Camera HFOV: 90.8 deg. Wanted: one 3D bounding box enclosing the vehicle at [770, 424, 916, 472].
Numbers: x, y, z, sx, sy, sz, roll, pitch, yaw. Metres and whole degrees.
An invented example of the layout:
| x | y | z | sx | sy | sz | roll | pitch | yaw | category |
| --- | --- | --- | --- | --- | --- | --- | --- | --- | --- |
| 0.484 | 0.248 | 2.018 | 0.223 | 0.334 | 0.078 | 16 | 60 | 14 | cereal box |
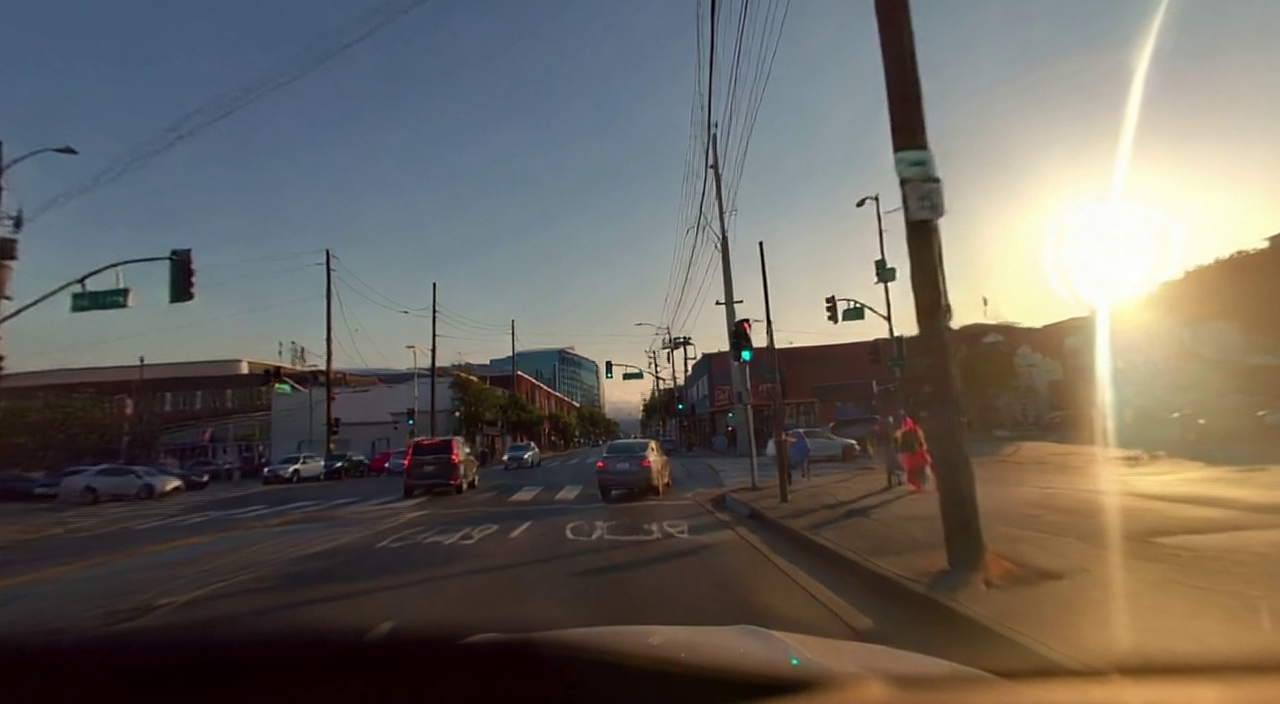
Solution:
| x | y | z | sx | sy | sz | roll | pitch | yaw | category |
| --- | --- | --- | --- | --- | --- | --- | --- | --- | --- |
| 7.483 | 3.559 | 23.563 | 4.714 | 1.686 | 1.973 | 1 | -8 | -8 | vehicle |

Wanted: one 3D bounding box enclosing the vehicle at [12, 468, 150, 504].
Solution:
| x | y | z | sx | sy | sz | roll | pitch | yaw | category |
| --- | --- | --- | --- | --- | --- | --- | --- | --- | --- |
| -26.045 | 6.257 | 29.580 | 4.479 | 1.484 | 2.036 | 0 | -8 | 0 | vehicle |

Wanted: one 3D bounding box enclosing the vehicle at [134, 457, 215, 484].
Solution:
| x | y | z | sx | sy | sz | roll | pitch | yaw | category |
| --- | --- | --- | --- | --- | --- | --- | --- | --- | --- |
| -34.776 | 8.841 | 47.308 | 4.492 | 1.880 | 1.879 | 0 | -8 | -1 | vehicle |

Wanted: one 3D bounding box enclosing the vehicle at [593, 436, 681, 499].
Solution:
| x | y | z | sx | sy | sz | roll | pitch | yaw | category |
| --- | --- | --- | --- | --- | --- | --- | --- | --- | --- |
| 0.064 | 3.121 | 17.497 | 2.059 | 1.497 | 4.260 | -1 | -8 | 5 | vehicle |

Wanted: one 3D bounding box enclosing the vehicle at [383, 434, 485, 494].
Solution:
| x | y | z | sx | sy | sz | roll | pitch | yaw | category |
| --- | --- | --- | --- | --- | --- | --- | --- | --- | --- |
| -6.638 | 3.627 | 20.892 | 2.063 | 1.751 | 4.229 | 0 | -8 | -2 | vehicle |

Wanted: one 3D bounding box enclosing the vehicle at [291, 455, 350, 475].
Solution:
| x | y | z | sx | sy | sz | roll | pitch | yaw | category |
| --- | --- | --- | --- | --- | --- | --- | --- | --- | --- |
| -23.054 | 8.167 | 45.691 | 3.360 | 1.392 | 1.674 | -1 | -9 | 0 | vehicle |

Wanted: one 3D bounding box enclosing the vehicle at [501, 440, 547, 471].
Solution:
| x | y | z | sx | sy | sz | roll | pitch | yaw | category |
| --- | --- | --- | --- | --- | --- | --- | --- | --- | --- |
| -5.936 | 5.192 | 31.973 | 2.097 | 1.457 | 4.439 | 2 | -8 | -12 | vehicle |
